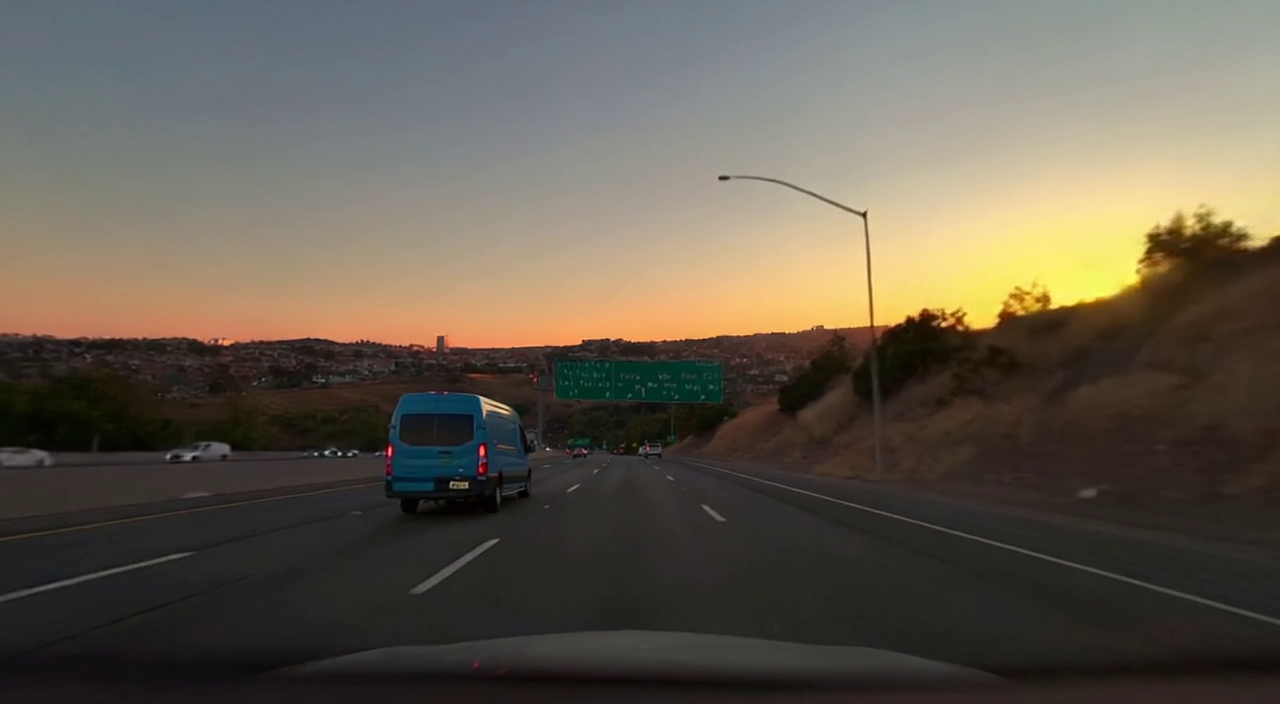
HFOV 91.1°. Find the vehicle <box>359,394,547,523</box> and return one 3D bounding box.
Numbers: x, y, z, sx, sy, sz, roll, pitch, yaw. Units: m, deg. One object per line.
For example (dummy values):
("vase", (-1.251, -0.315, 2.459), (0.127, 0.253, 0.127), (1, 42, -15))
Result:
("vehicle", (-3.669, 2.258, 13.742), (2.372, 2.248, 5.393), (0, -9, 1))
